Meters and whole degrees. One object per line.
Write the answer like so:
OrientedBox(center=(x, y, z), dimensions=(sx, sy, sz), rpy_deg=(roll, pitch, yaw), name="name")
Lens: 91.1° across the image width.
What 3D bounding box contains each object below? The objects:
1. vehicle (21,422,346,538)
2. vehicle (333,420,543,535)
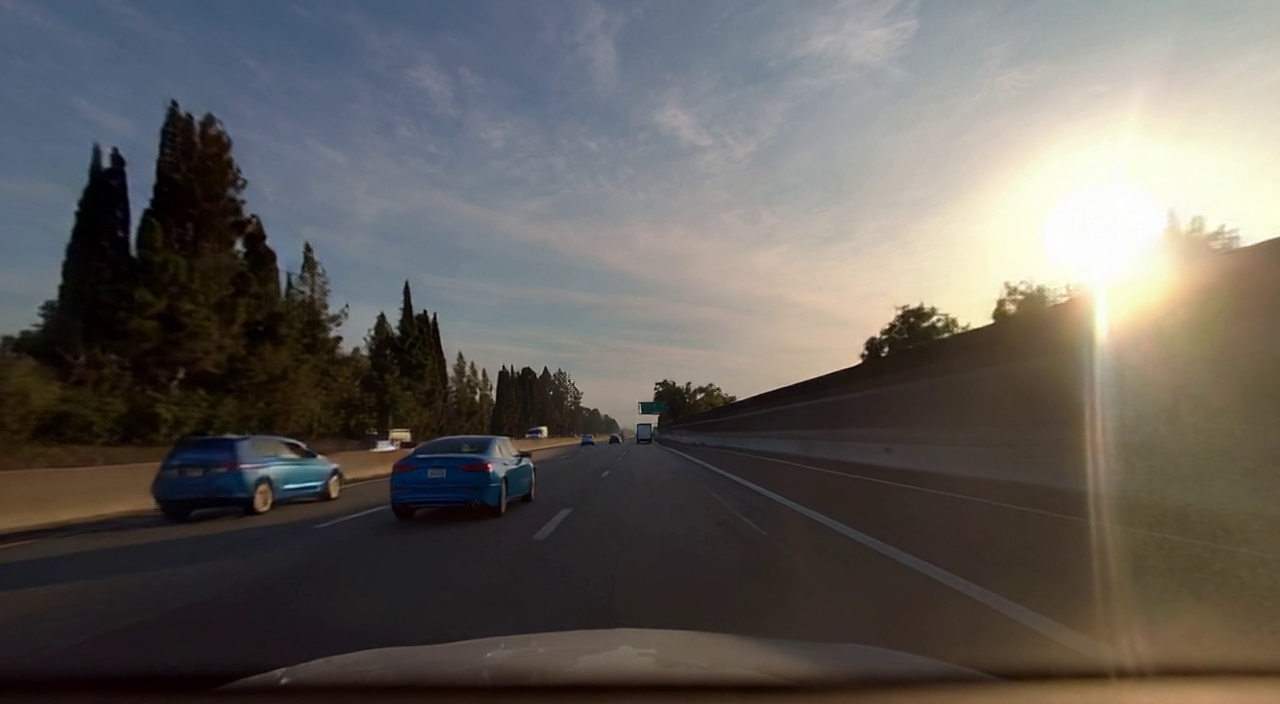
OrientedBox(center=(-7.000, 1.968, 10.452), dimensions=(2.084, 1.494, 4.404), rpy_deg=(0, -8, 0), name="vehicle")
OrientedBox(center=(-2.973, 1.925, 10.289), dimensions=(2.079, 1.500, 3.881), rpy_deg=(0, -8, 1), name="vehicle")
